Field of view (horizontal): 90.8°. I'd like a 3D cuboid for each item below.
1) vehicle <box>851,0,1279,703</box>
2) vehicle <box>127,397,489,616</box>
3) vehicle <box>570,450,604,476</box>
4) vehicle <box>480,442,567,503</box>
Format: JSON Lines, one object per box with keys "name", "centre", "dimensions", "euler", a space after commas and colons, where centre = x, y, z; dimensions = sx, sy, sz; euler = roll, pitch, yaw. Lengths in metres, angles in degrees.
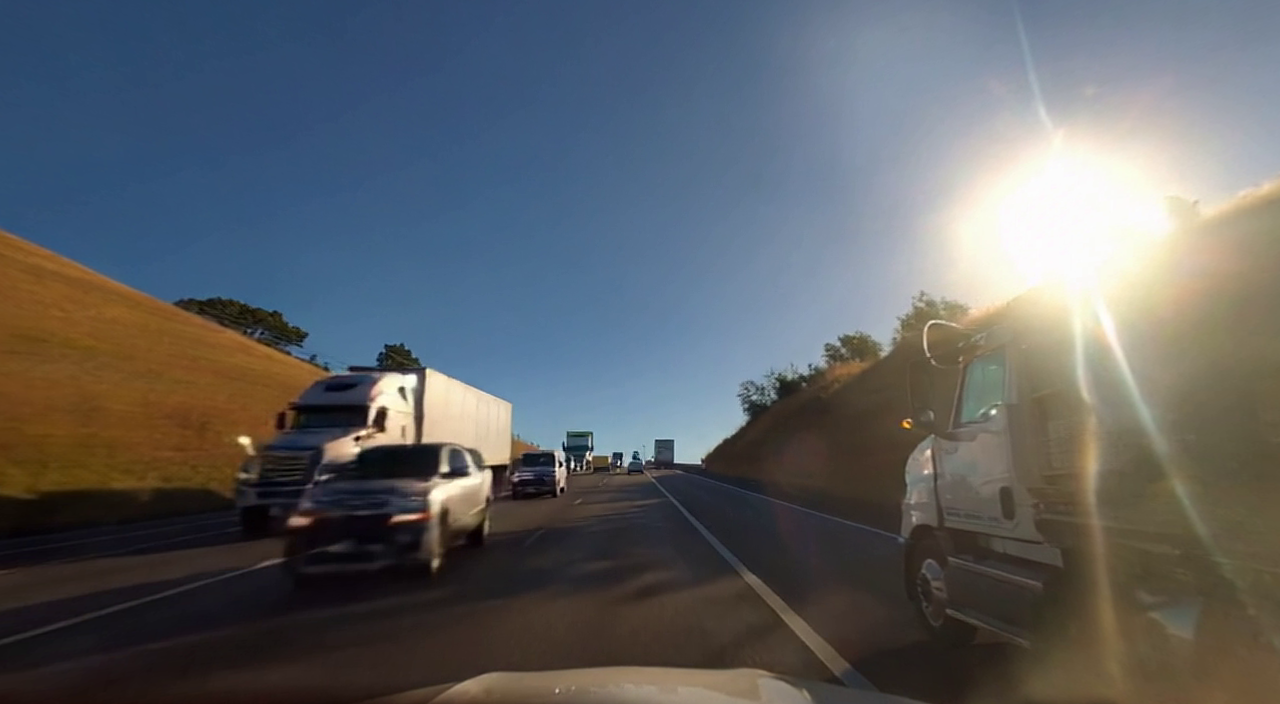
{"name": "vehicle", "centre": [3.084, -0.168, 1.412], "dimensions": [2.959, 3.973, 5.928], "euler": [0, -9, -1]}
{"name": "vehicle", "centre": [-3.357, 1.655, 7.589], "dimensions": [2.088, 1.860, 4.164], "euler": [0, -9, -1]}
{"name": "vehicle", "centre": [-3.940, 8.350, 47.721], "dimensions": [2.127, 1.806, 4.243], "euler": [0, -9, 0]}
{"name": "vehicle", "centre": [-3.788, 4.011, 21.426], "dimensions": [2.088, 1.800, 4.543], "euler": [0, -9, 0]}
